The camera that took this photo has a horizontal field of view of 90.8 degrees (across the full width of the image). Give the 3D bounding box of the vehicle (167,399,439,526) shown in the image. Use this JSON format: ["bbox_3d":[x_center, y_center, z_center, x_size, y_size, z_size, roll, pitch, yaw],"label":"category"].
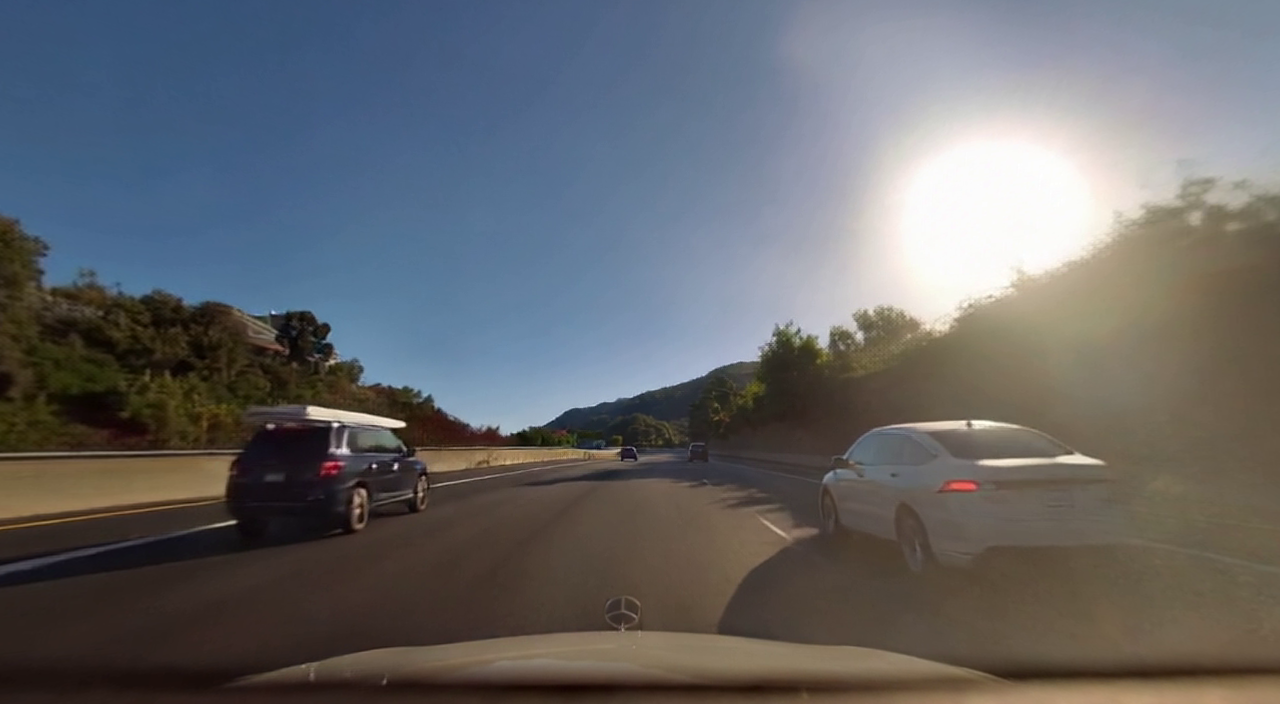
[{"bbox_3d":[-6.417,2.247,13.243,2.383,2.048,5.875,0,-9,1],"label":"vehicle"}]

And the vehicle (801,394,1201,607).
[{"bbox_3d":[3.548,1.559,7.487,2.075,1.743,4.410,0,-9,-1],"label":"vehicle"}]
